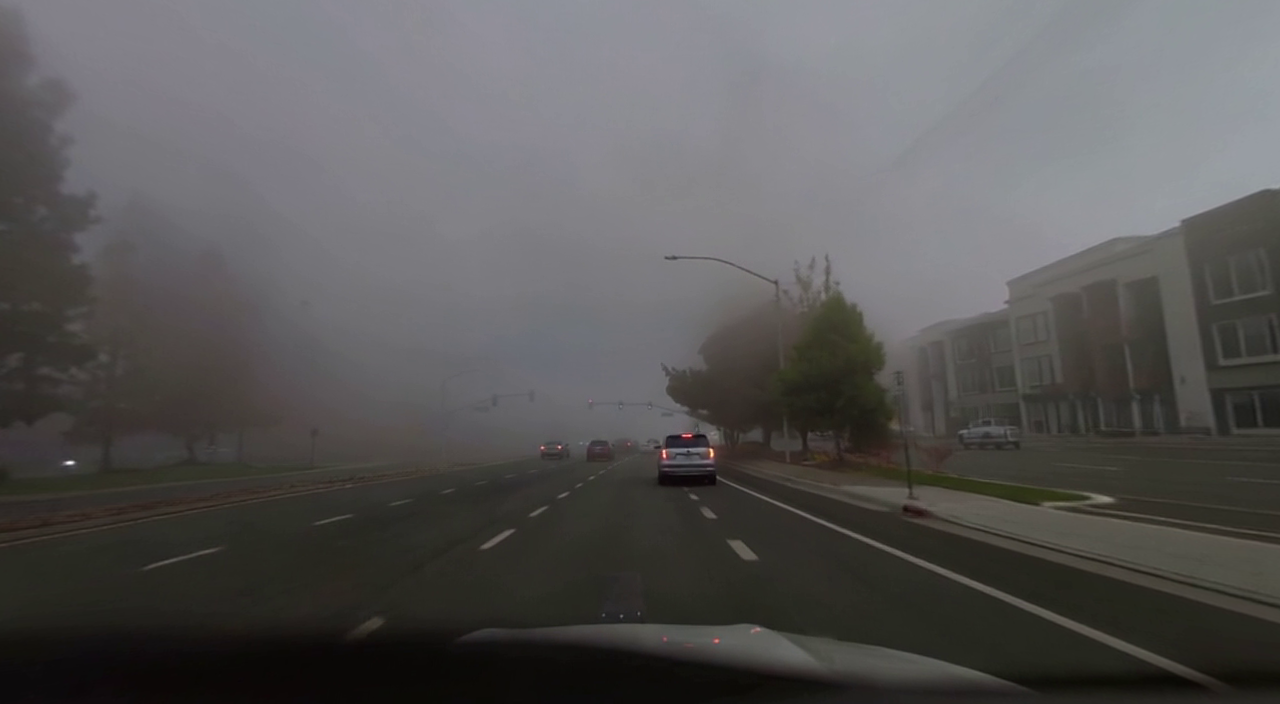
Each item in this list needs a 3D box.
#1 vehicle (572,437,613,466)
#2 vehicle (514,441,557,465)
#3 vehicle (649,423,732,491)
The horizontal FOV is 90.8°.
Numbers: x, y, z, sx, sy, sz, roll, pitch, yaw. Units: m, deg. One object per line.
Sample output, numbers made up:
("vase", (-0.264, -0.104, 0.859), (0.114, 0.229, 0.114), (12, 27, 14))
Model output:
("vehicle", (-2.839, 6.040, 38.457), (2.121, 1.654, 3.993), (0, -8, 1))
("vehicle", (-6.895, 6.689, 42.092), (1.928, 1.488, 4.635), (0, -8, 2))
("vehicle", (1.421, 3.190, 19.485), (2.197, 1.835, 4.316), (0, -8, 0))
